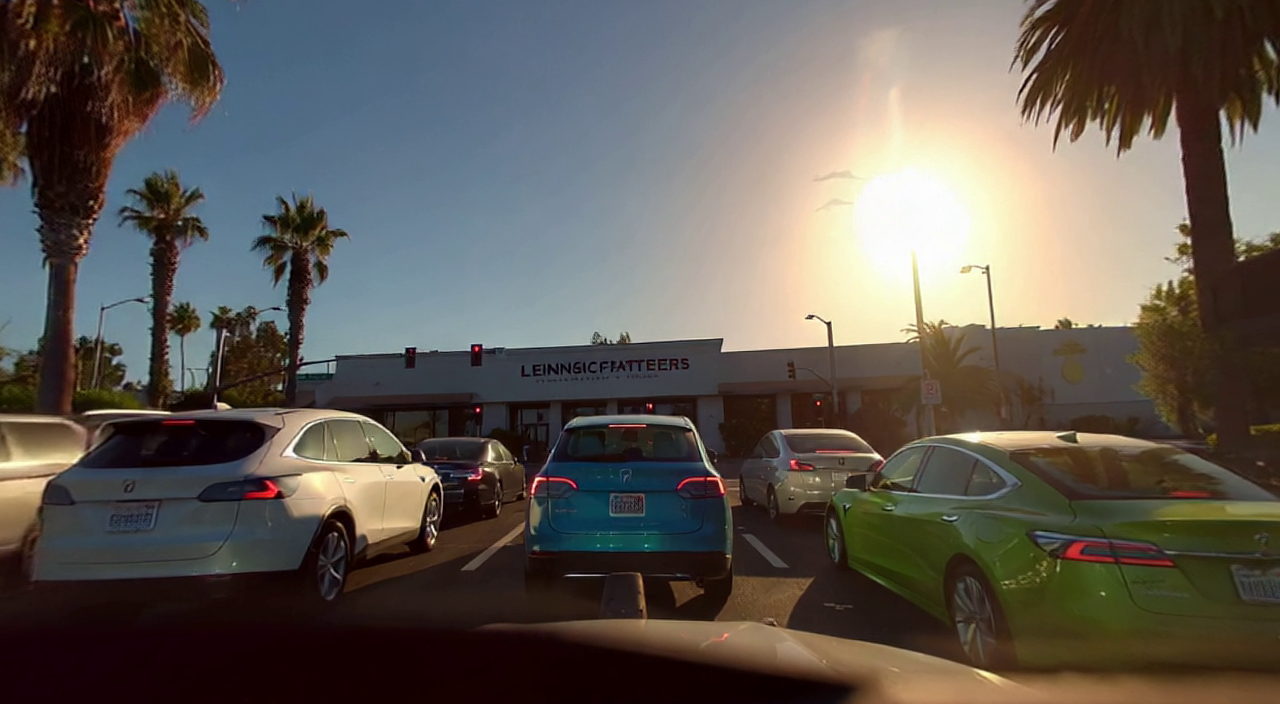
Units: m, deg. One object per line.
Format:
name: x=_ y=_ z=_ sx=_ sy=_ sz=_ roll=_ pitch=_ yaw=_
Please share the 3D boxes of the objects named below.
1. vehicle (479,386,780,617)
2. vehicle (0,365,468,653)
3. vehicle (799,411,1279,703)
vehicle: x=-0.132 y=1.457 z=7.062 sx=2.280 sy=1.747 sz=4.361 roll=0 pitch=-8 yaw=-2
vehicle: x=-3.350 y=1.277 z=6.126 sx=2.014 sy=1.755 sz=4.360 roll=0 pitch=-8 yaw=1
vehicle: x=2.963 y=1.367 z=5.257 sx=2.017 sy=1.491 sz=4.611 roll=0 pitch=-8 yaw=-1
